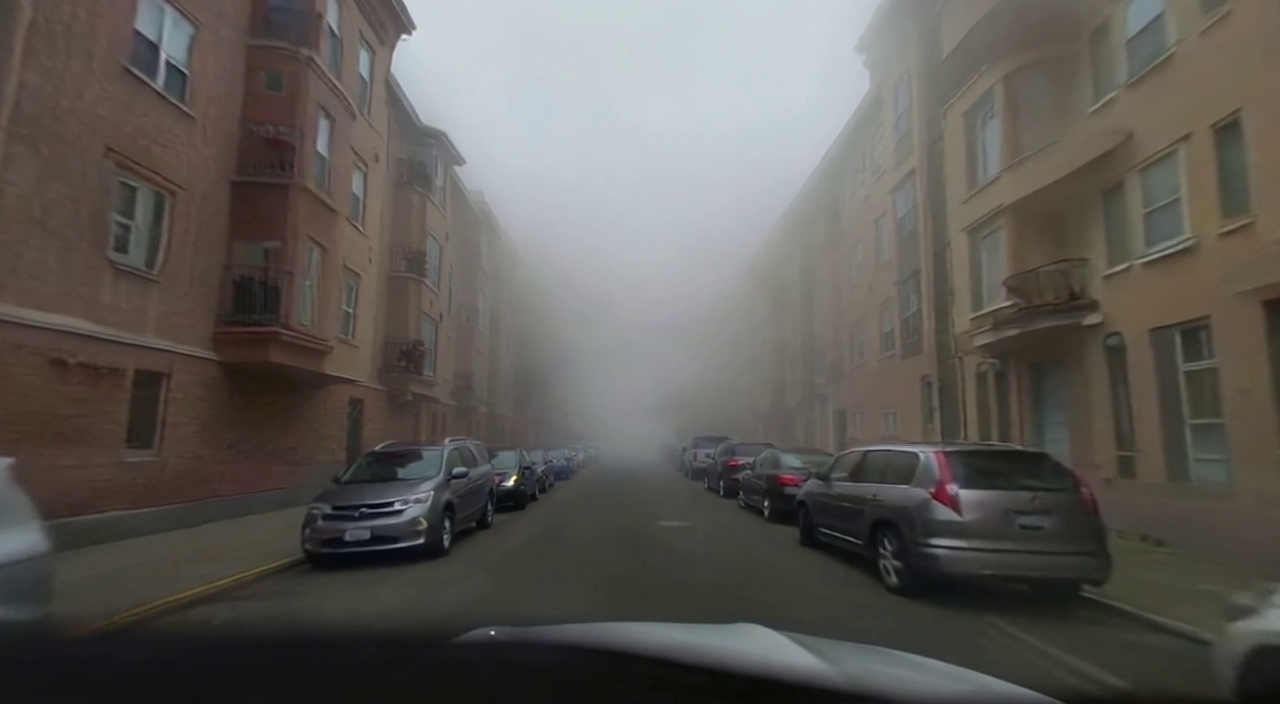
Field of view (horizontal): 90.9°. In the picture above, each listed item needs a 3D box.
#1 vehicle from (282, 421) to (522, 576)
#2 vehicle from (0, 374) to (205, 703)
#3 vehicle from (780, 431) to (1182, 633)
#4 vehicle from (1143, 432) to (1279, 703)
[{"bbox_3d":[-3.281,1.991,9.791,2.081,1.679,4.506,-3,-6,-1],"label":"vehicle"},{"bbox_3d":[-3.220,0.801,1.026,2.175,1.710,4.000,-2,-9,-1],"label":"vehicle"},{"bbox_3d":[3.285,1.755,7.413,1.968,1.595,4.543,1,-8,-4],"label":"vehicle"},{"bbox_3d":[3.516,0.878,0.859,1.904,1.476,4.480,3,-8,-2],"label":"vehicle"}]
